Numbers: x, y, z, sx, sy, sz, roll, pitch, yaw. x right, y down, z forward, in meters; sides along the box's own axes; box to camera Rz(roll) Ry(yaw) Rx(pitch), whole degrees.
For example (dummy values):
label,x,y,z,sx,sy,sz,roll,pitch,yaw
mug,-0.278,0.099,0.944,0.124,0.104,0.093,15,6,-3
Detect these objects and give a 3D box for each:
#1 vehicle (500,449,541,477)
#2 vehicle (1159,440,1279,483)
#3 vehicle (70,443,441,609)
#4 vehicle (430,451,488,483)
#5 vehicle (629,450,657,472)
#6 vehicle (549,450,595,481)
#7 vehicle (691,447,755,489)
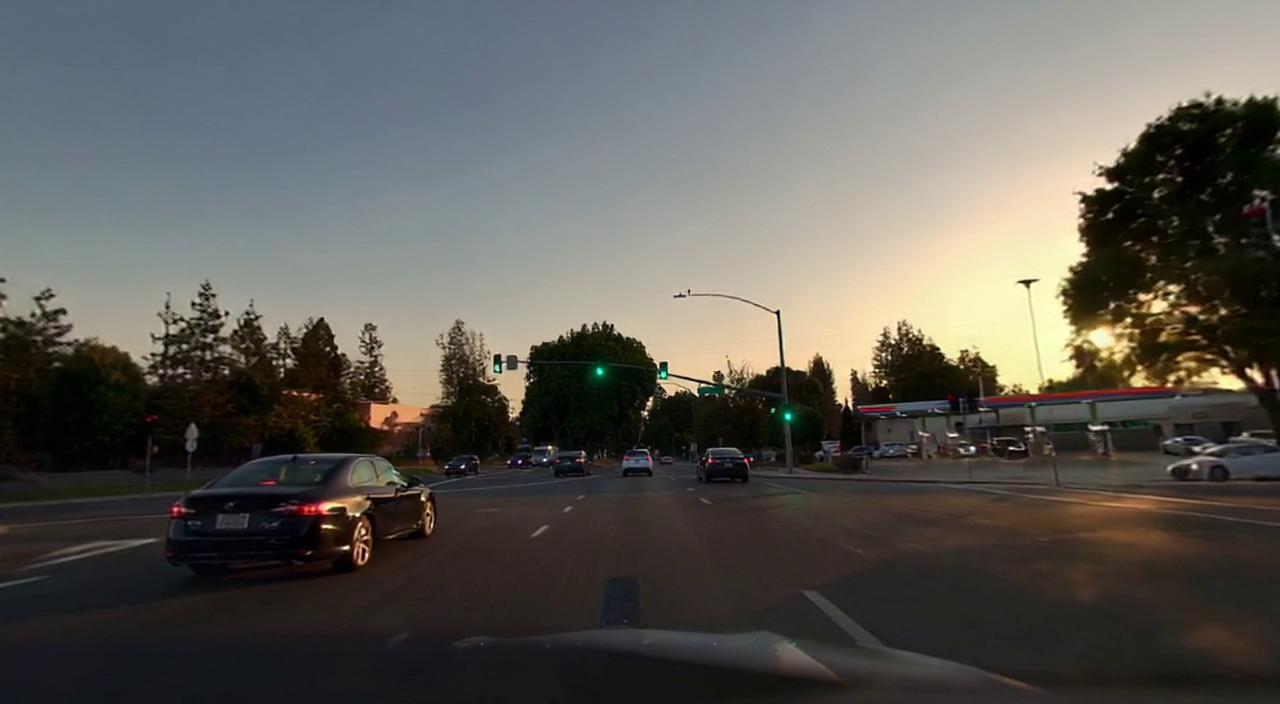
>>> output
label,x,y,z,sx,sy,sz,roll,pitch,yaw
vehicle,-8.323,7.758,44.305,1.922,1.660,4.332,-3,-8,1
vehicle,21.324,3.803,22.117,4.573,1.419,1.840,0,-8,-1
vehicle,-4.142,1.884,7.893,1.803,1.463,4.422,0,-8,1
vehicle,-11.455,7.264,40.158,2.130,1.672,4.549,-4,-8,3
vehicle,0.157,7.906,45.803,1.934,1.470,3.988,0,-8,-1
vehicle,-3.439,5.837,32.619,1.841,1.474,4.038,0,-8,2
vehicle,3.089,4.410,24.296,1.883,1.465,3.975,0,-8,-1
